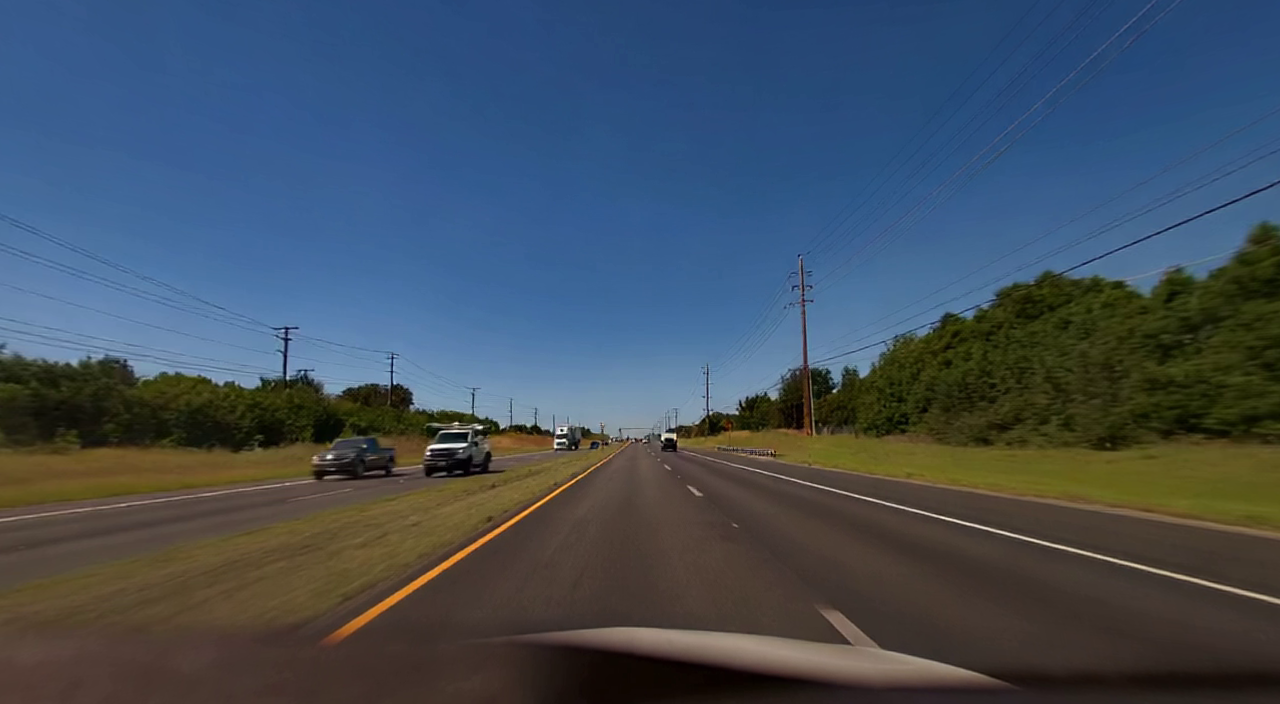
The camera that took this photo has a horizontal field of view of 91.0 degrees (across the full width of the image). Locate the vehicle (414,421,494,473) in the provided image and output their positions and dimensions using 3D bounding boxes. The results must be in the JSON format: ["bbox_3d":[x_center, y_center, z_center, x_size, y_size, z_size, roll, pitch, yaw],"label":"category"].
[{"bbox_3d":[-7.723,3.983,26.599,1.994,1.985,4.524,-1,-8,0],"label":"vehicle"}]

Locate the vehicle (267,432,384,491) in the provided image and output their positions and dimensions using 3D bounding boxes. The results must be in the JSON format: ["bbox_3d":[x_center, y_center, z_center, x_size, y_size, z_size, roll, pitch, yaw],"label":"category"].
[{"bbox_3d":[-11.119,3.882,22.684,1.922,1.863,4.506,0,-8,-1],"label":"vehicle"}]
